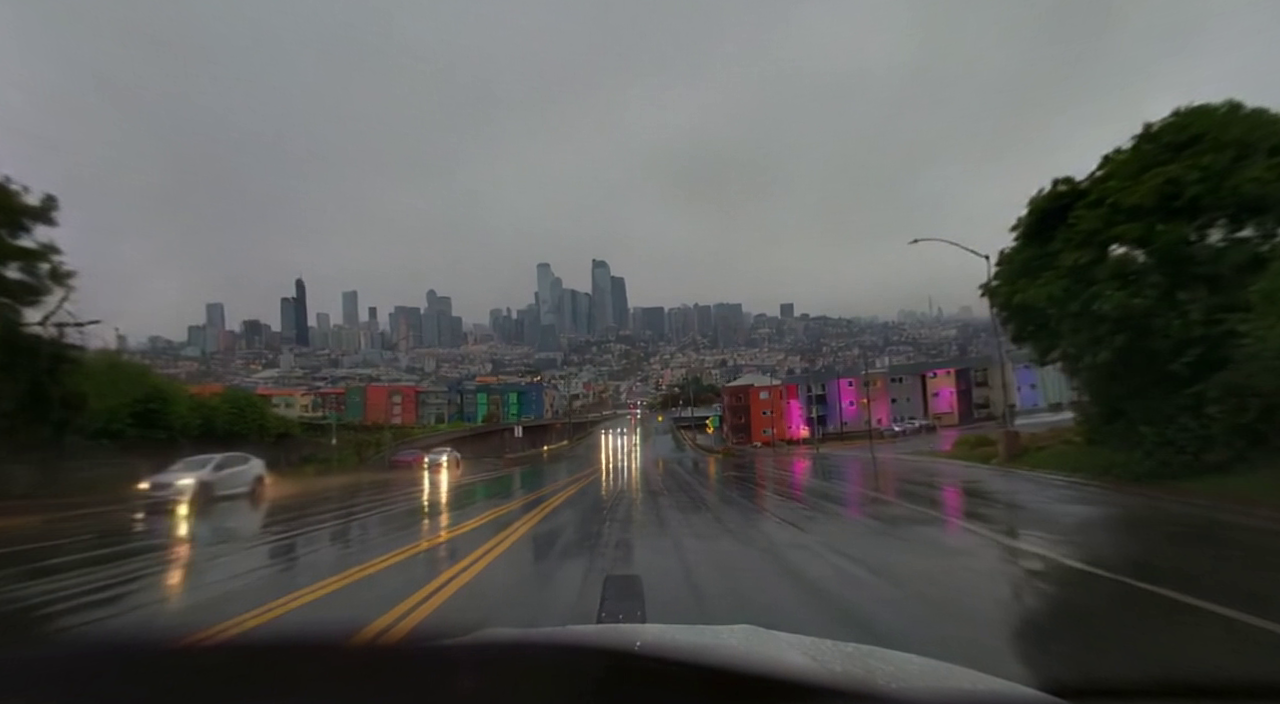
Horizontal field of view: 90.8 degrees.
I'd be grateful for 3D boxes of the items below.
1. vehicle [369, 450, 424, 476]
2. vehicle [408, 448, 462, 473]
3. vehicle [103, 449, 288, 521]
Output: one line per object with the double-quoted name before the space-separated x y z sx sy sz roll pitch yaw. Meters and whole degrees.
"vehicle" -17.317 7.889 45.114 1.992 1.527 4.540 -1 -6 2
"vehicle" -13.132 6.971 40.774 1.989 1.461 4.426 0 -8 0
"vehicle" -11.425 3.384 16.805 2.145 1.559 4.967 2 -9 -12
